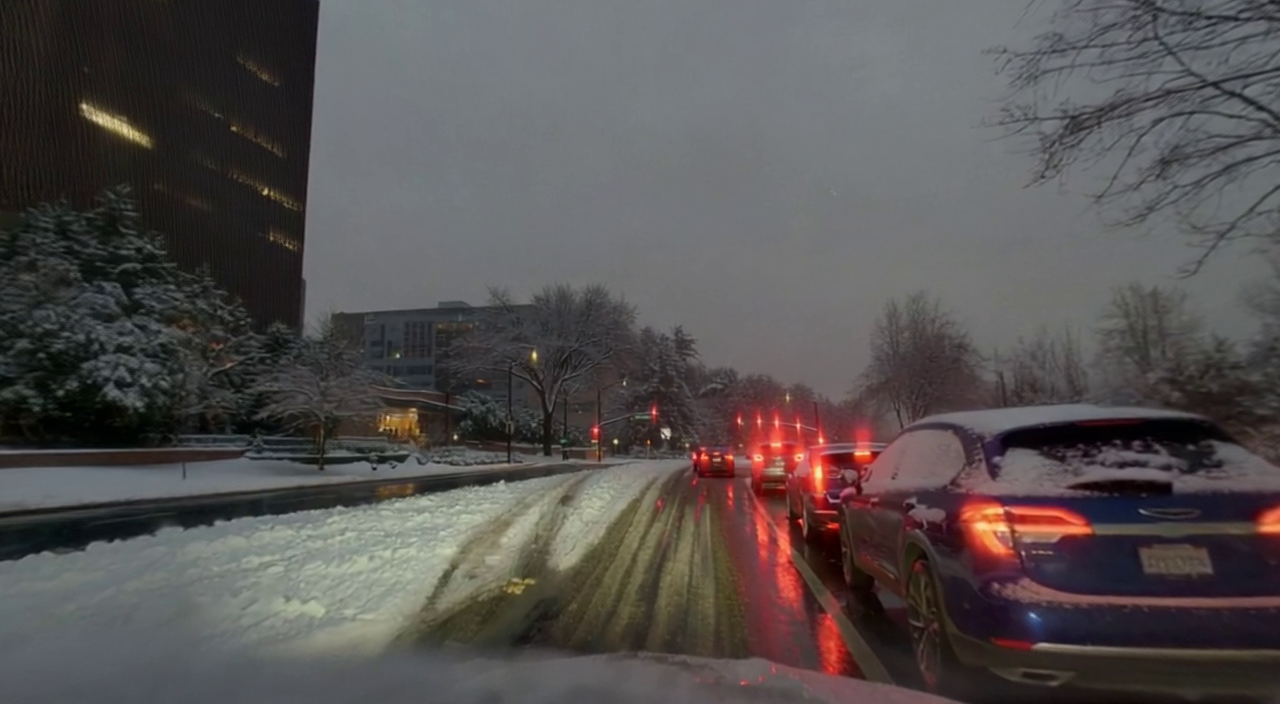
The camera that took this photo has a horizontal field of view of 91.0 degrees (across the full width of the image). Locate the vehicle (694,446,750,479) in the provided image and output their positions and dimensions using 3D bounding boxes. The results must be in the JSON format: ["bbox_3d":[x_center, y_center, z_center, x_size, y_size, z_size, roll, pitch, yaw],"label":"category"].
[{"bbox_3d":[4.107,5.589,32.177,2.183,1.553,3.923,0,-9,-2],"label":"vehicle"}]

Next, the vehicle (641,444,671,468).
[{"bbox_3d":[1.308,8.132,49.490,2.121,1.728,4.161,-1,-9,5],"label":"vehicle"}]

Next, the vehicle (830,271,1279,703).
[{"bbox_3d":[2.453,1.007,3.475,2.092,1.703,4.870,-2,-9,10],"label":"vehicle"}]
